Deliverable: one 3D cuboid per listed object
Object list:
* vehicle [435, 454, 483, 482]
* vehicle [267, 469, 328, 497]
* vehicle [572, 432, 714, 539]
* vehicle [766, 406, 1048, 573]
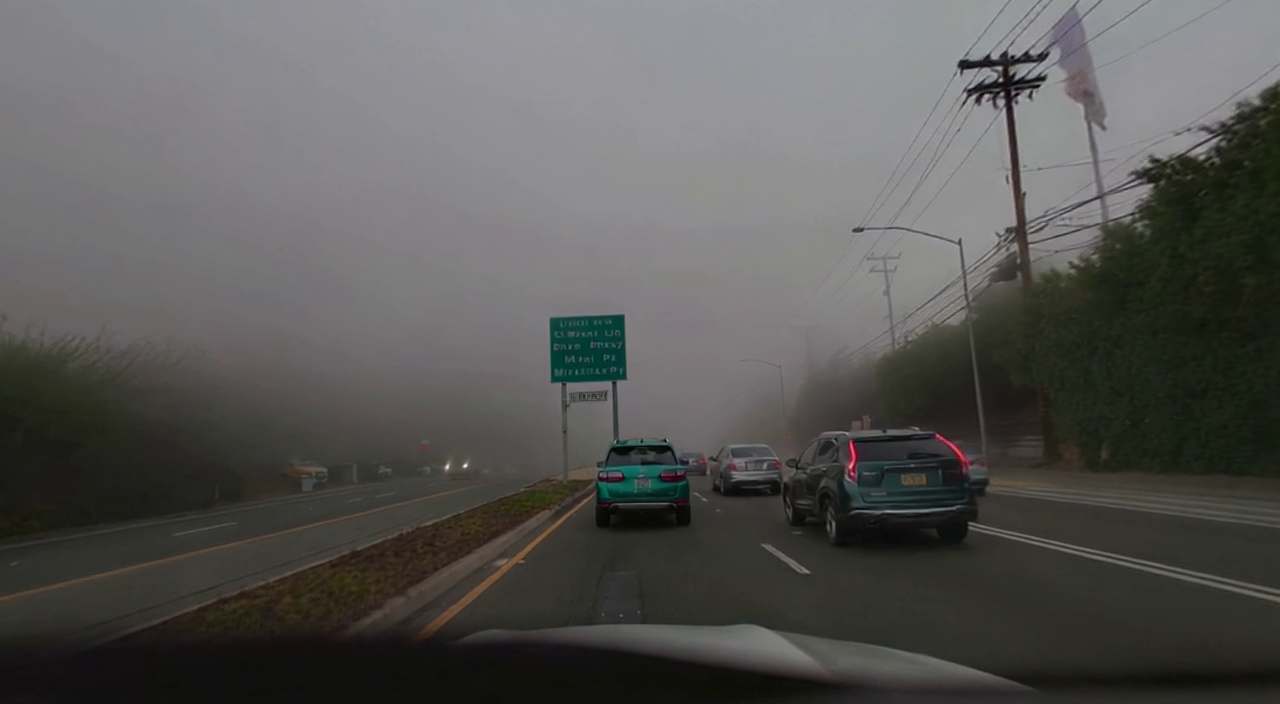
[{"bbox_3d":[-13.273,8.516,46.669,2.107,1.931,5.015,0,-9,-1],"label":"vehicle"},{"bbox_3d":[-22.585,8.630,41.808,1.847,1.554,3.926,0,-9,0],"label":"vehicle"},{"bbox_3d":[0.026,2.402,12.006,2.199,1.641,4.232,0,-9,-1],"label":"vehicle"},{"bbox_3d":[3.401,1.860,9.326,2.097,1.818,4.625,0,-9,0],"label":"vehicle"}]
